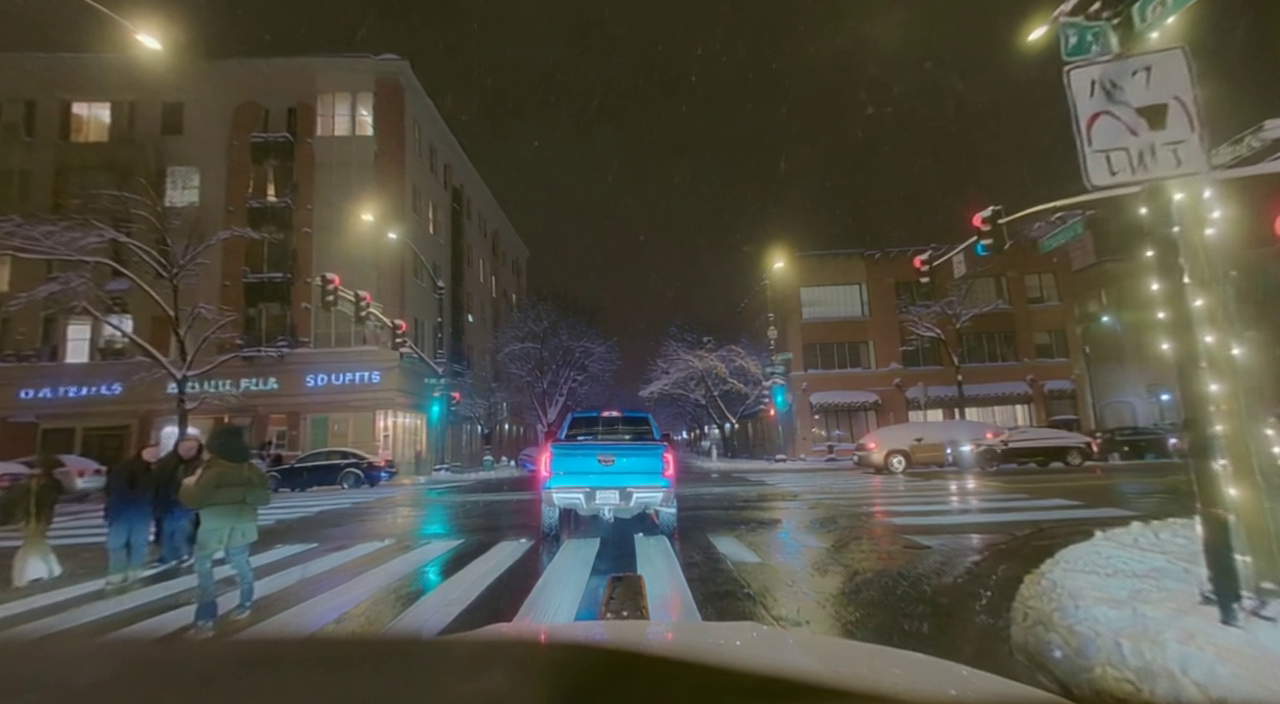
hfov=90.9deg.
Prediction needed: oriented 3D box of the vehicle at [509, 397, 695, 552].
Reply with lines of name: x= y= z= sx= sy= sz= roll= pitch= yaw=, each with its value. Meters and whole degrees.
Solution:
vehicle: x=-0.801 y=2.032 z=11.243 sx=2.477 sy=2.020 sz=5.534 roll=1 pitch=-8 yaw=-7

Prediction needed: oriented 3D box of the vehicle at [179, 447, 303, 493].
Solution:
vehicle: x=-18.633 y=5.493 z=29.614 sx=4.398 sy=2.057 sz=1.959 roll=0 pitch=-8 yaw=-1

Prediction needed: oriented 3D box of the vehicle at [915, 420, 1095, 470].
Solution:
vehicle: x=11.592 y=2.991 z=20.241 sx=4.600 sy=1.506 sz=1.878 roll=0 pitch=-8 yaw=-2

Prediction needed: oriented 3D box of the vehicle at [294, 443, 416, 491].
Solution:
vehicle: x=-13.248 y=5.342 z=29.498 sx=4.799 sy=1.909 sz=2.011 roll=-3 pitch=-7 yaw=2

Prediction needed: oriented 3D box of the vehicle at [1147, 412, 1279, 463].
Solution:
vehicle: x=19.292 y=2.753 z=20.266 sx=4.390 sy=1.552 sz=1.925 roll=0 pitch=-8 yaw=-4

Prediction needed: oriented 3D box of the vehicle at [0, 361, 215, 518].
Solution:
vehicle: x=-22.088 y=2.845 z=20.618 sx=13.729 sy=4.662 sz=3.300 roll=0 pitch=-8 yaw=0

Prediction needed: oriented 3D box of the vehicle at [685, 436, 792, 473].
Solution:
vehicle: x=4.286 y=4.554 z=28.033 sx=4.515 sy=1.583 sz=1.920 roll=-1 pitch=-8 yaw=3
